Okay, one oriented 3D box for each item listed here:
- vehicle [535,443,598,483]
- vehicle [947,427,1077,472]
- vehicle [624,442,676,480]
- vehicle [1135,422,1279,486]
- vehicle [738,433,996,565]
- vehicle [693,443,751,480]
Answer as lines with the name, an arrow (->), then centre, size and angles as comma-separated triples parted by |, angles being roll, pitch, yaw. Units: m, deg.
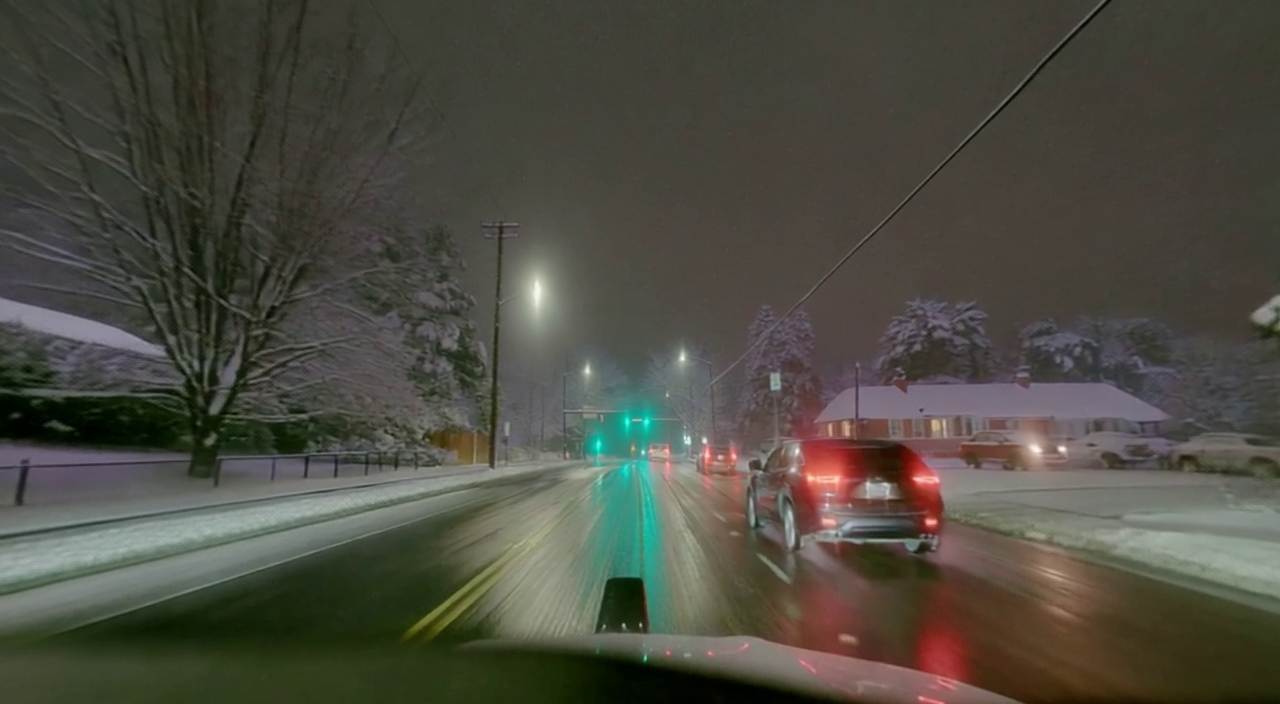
vehicle -> -2.982, 4.582, 26.403 | 2.012, 1.505, 4.205 | 0, -8, 2
vehicle -> 16.675, 4.454, 28.718 | 2.478, 1.836, 5.409 | 0, -9, -2
vehicle -> 0.396, 4.657, 27.247 | 2.101, 1.467, 4.210 | 0, -8, 0
vehicle -> 20.783, 3.502, 21.956 | 2.177, 1.947, 5.935 | 0, -8, 0
vehicle -> 2.944, 2.008, 9.470 | 2.158, 1.483, 4.415 | 0, -8, -1
vehicle -> 3.479, 4.727, 27.486 | 1.943, 1.484, 4.030 | 0, -8, -1
